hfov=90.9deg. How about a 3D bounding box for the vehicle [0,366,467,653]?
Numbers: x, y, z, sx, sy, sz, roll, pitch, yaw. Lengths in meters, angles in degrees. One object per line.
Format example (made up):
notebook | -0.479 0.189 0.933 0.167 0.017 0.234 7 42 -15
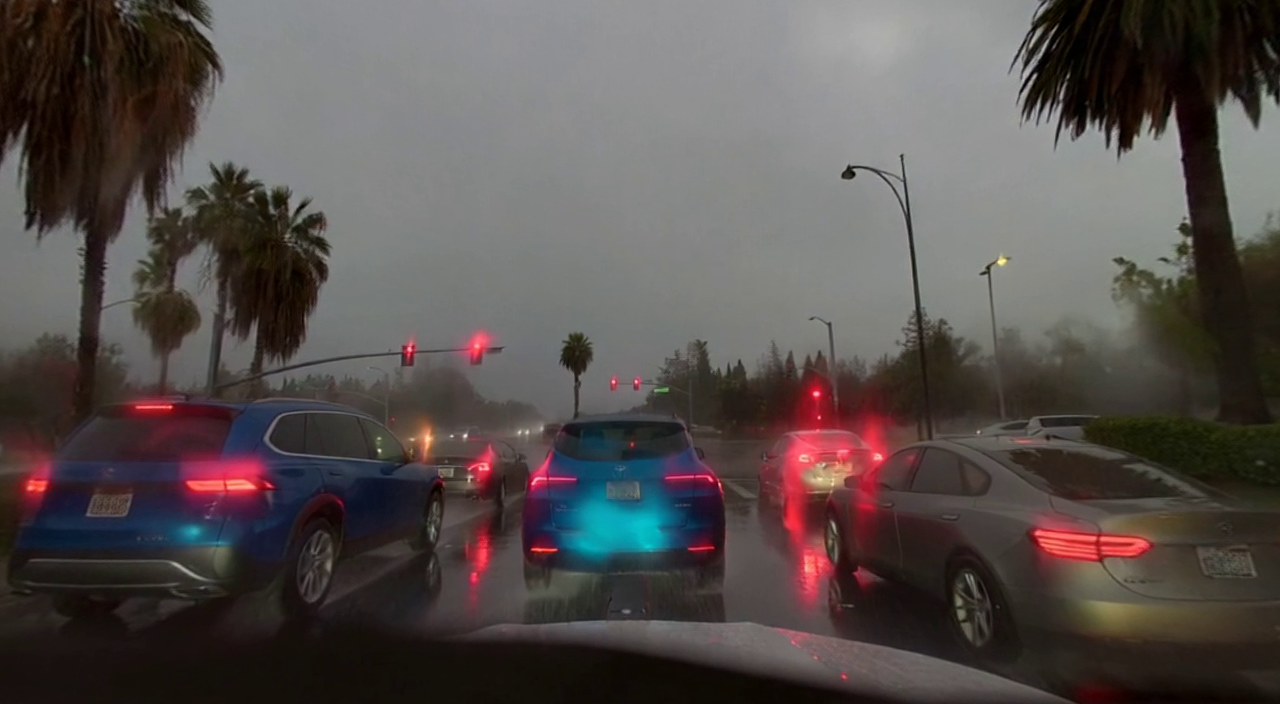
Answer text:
vehicle | -3.355 1.283 6.129 2.014 1.755 4.360 0 -8 1

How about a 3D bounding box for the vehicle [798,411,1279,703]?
vehicle | 2.960 1.369 5.263 2.017 1.491 4.611 0 -8 -1

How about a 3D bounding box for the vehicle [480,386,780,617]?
vehicle | -0.134 1.458 7.065 2.280 1.747 4.361 0 -8 -2
